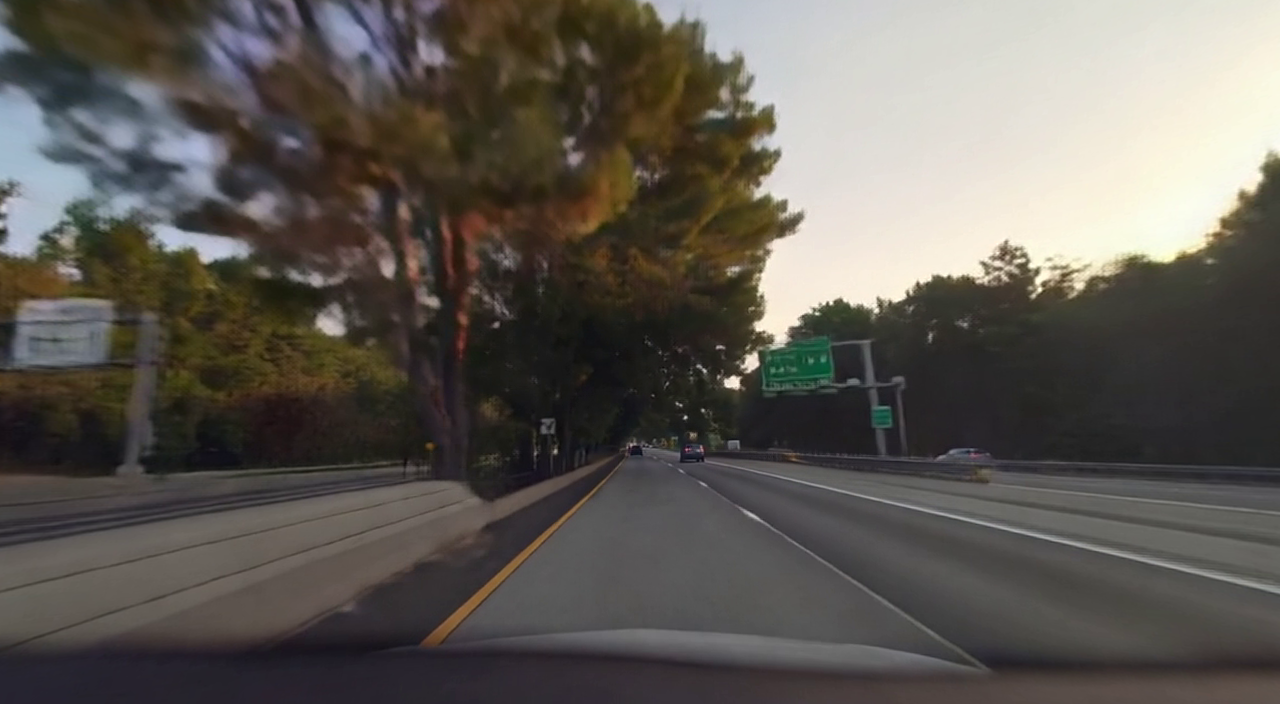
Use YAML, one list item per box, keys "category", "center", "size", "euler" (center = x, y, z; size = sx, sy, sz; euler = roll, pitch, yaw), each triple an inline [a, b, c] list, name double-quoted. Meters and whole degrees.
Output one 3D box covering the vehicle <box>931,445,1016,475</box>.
- category: "vehicle"
  center: [16.489, 5.362, 31.375]
  size: [1.926, 1.386, 3.719]
  euler: [1, -9, -6]
